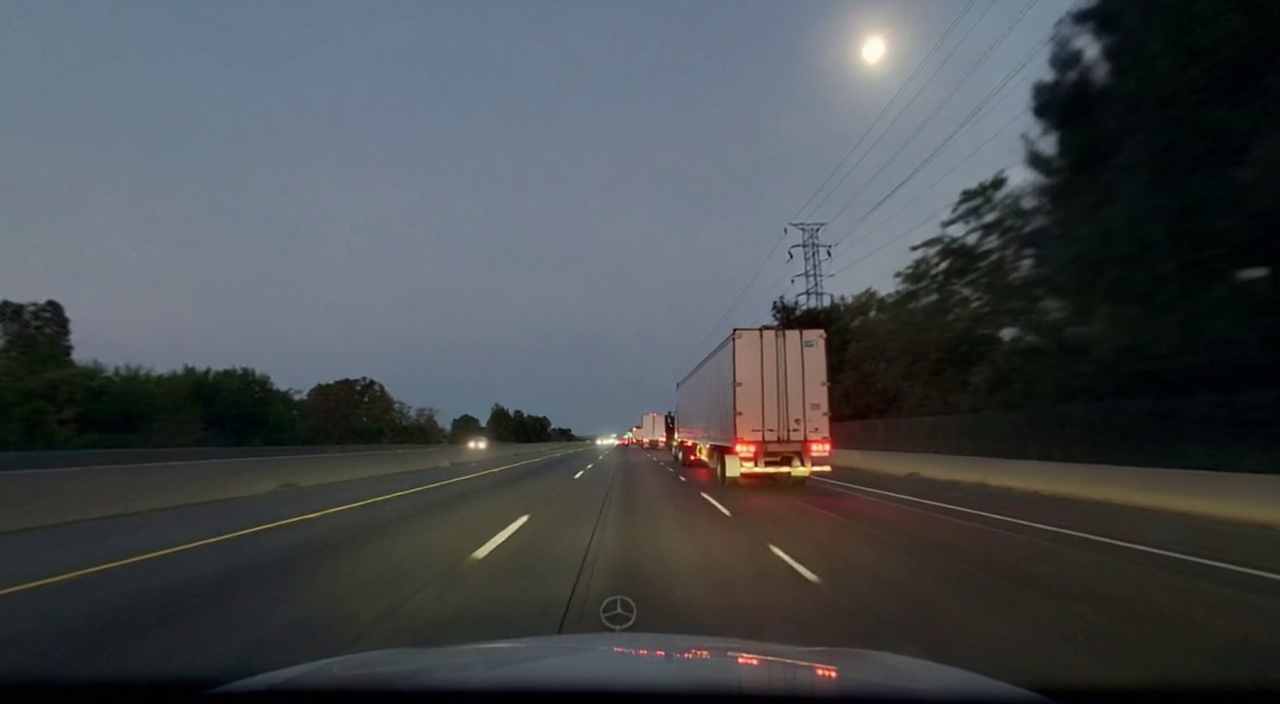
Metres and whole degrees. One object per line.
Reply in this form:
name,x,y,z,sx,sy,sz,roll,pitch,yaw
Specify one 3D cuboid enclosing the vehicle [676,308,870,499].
vehicle,3.218,2.029,20.556,2.905,4.080,14.157,0,-8,-2
